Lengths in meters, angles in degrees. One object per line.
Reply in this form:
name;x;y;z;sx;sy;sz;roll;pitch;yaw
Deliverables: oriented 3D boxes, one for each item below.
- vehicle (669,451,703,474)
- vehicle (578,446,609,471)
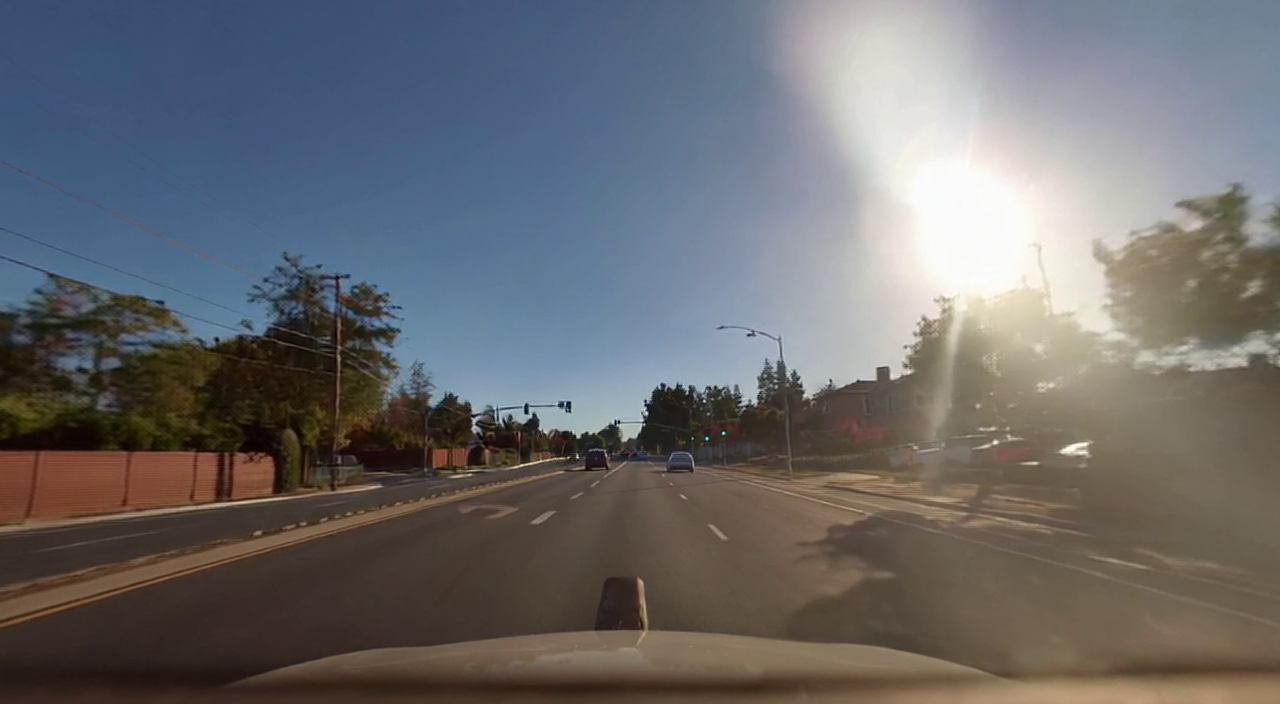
vehicle;3.200;7.834;44.783;2.105;1.490;4.008;0;-9;0
vehicle;-3.549;8.227;48.851;2.078;1.832;4.746;0;-9;-1
